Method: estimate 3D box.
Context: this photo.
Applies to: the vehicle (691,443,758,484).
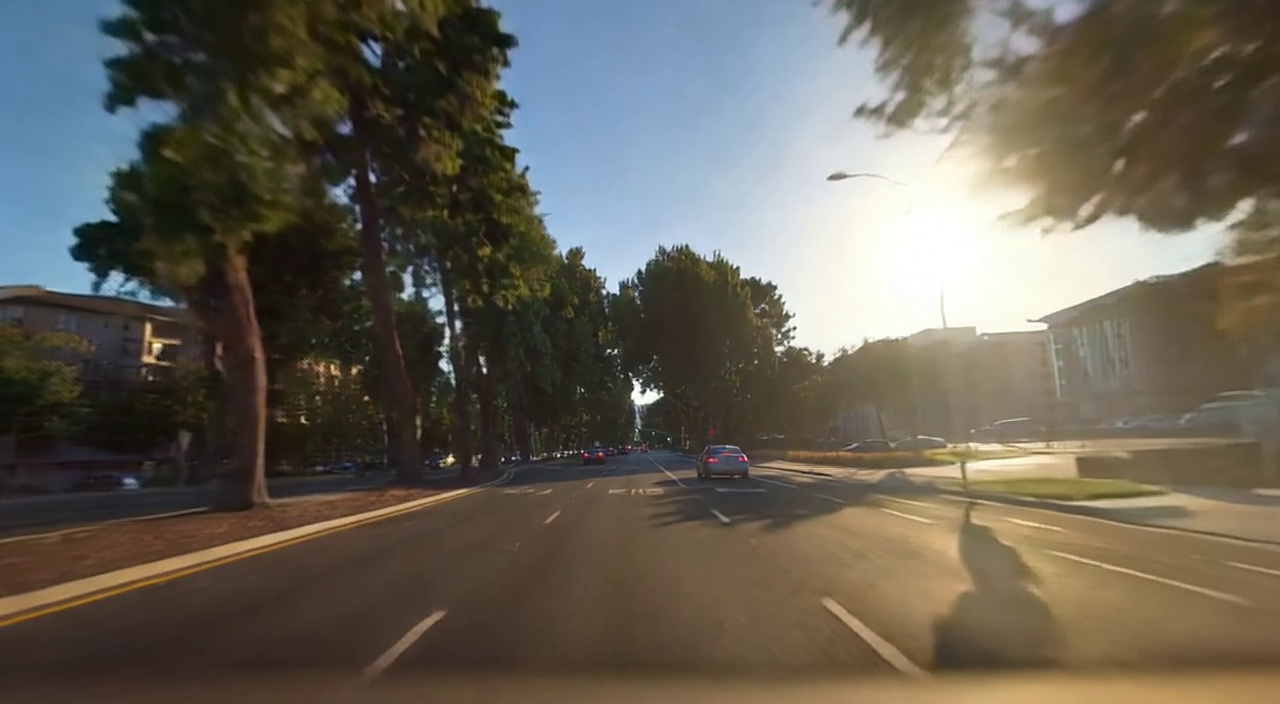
[{"bbox_3d":[3.240,4.365,25.073,1.966,1.449,4.290,0,-9,-1],"label":"vehicle"}]
